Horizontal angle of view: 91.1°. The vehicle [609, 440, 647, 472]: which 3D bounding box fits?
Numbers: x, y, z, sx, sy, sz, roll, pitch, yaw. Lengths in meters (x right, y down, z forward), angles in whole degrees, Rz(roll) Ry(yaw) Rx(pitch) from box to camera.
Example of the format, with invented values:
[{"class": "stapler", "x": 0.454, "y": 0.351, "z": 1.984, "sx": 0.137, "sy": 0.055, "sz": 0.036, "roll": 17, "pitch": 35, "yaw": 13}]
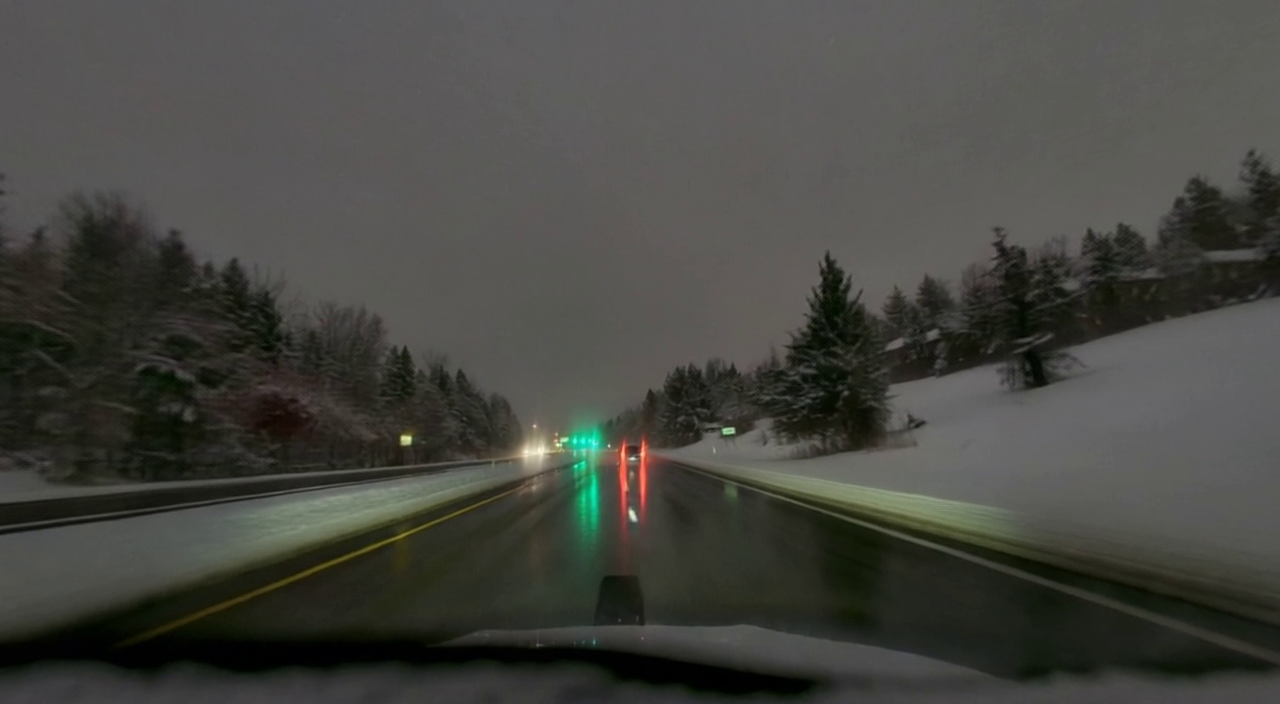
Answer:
[{"class": "vehicle", "x": -0.690, "y": 6.107, "z": 37.098, "sx": 2.120, "sy": 1.715, "sz": 4.153, "roll": 0, "pitch": -9, "yaw": 0}]
